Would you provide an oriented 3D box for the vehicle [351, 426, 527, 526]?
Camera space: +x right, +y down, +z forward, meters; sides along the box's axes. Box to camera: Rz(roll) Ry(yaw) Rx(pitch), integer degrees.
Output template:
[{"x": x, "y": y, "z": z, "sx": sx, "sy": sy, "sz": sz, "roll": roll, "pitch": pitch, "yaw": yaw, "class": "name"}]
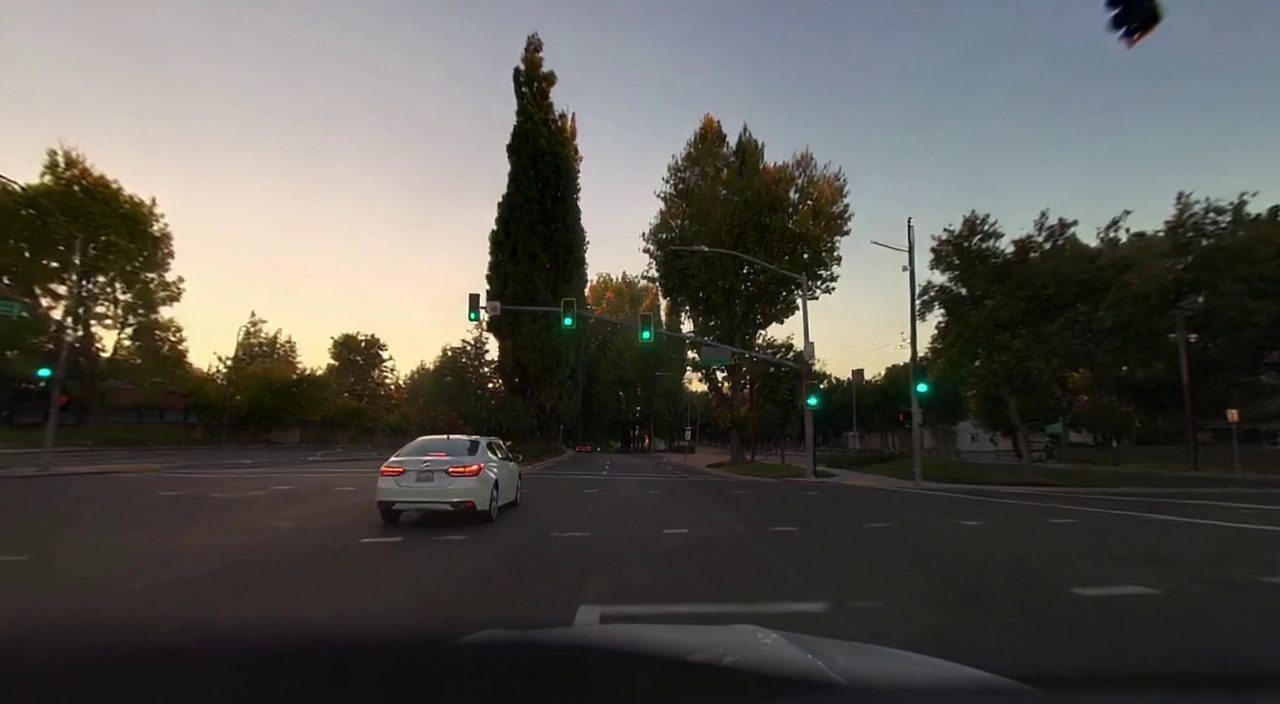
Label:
[{"x": -3.477, "y": 2.223, "z": 11.898, "sx": 1.915, "sy": 1.521, "sz": 4.283, "roll": 0, "pitch": -8, "yaw": 0, "class": "vehicle"}]
